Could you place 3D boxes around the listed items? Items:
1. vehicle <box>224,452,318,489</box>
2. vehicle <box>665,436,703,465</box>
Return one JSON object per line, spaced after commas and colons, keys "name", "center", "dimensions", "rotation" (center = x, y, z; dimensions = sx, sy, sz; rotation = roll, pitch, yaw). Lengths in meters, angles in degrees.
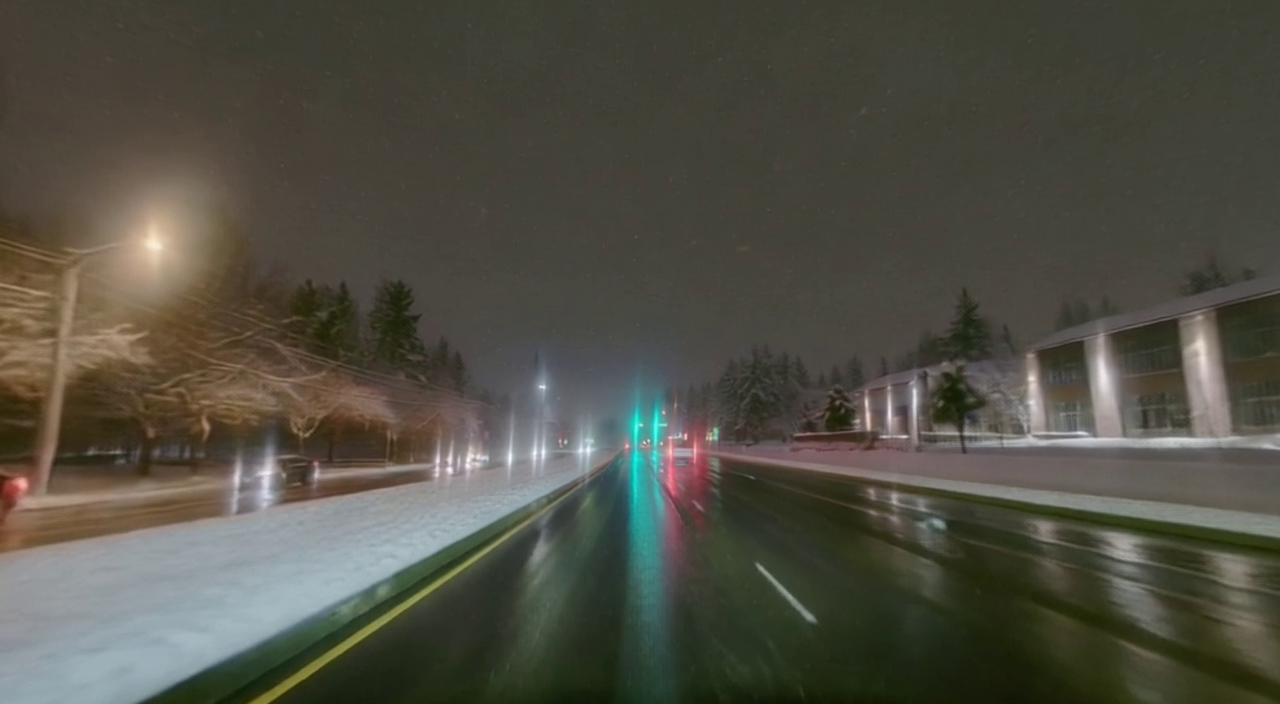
{"name": "vehicle", "center": [-16.781, 5.382, 28.966], "dimensions": [1.857, 1.519, 3.969], "rotation": [0, -8, 1]}
{"name": "vehicle", "center": [2.933, 6.713, 43.210], "dimensions": [2.085, 1.828, 5.383], "rotation": [0, -8, -1]}
